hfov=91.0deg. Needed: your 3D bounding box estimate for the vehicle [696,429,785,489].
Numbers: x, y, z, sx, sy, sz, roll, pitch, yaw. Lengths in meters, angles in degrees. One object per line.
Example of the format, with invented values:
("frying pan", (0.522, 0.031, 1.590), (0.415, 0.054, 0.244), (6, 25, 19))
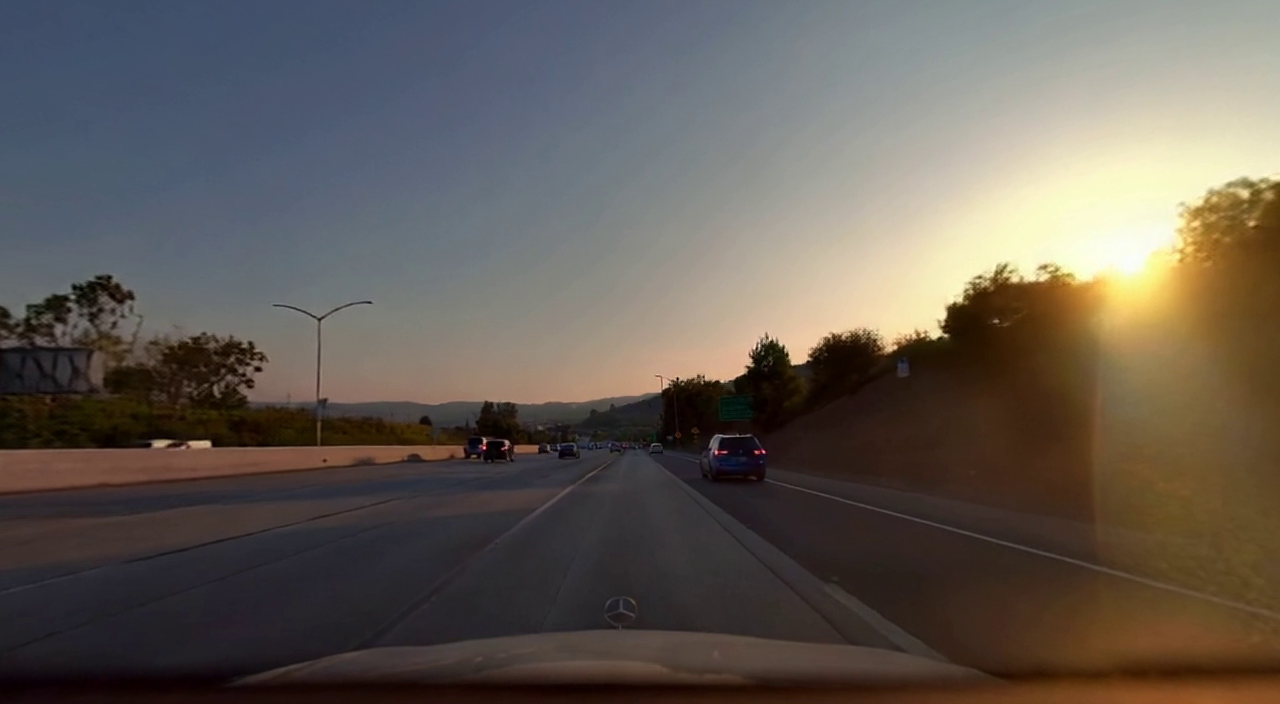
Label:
("vehicle", (3.424, 3.759, 22.494), (2.184, 1.892, 4.763), (0, -8, -2))
